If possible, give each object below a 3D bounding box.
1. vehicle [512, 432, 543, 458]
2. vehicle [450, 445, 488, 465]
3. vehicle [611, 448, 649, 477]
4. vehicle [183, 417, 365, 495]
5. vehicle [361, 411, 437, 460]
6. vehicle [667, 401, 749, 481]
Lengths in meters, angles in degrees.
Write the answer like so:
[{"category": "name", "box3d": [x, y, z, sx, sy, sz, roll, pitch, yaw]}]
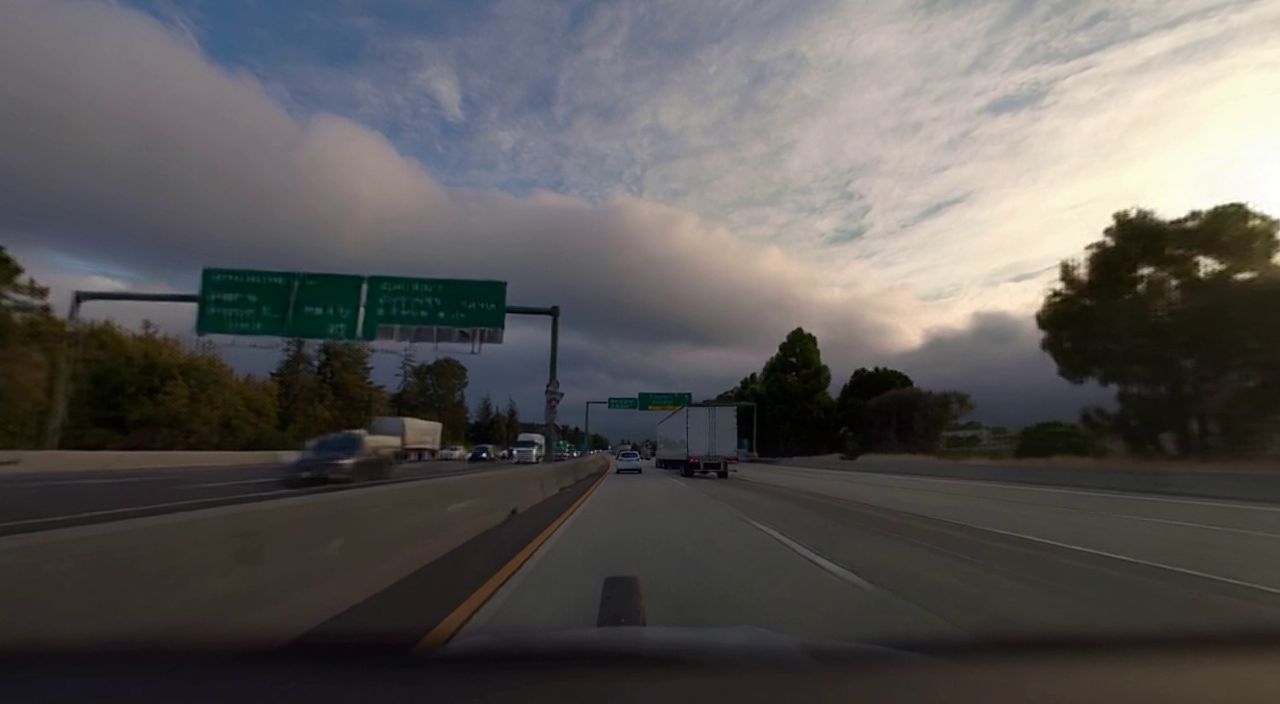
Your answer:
[{"category": "vehicle", "box3d": [-8.293, 6.867, 46.612, 2.073, 1.806, 4.773, 1, -9, -8]}, {"category": "vehicle", "box3d": [-12.802, 7.736, 47.284, 1.845, 1.441, 3.969, 0, -9, -2]}, {"category": "vehicle", "box3d": [-0.638, 6.485, 37.104, 2.111, 1.599, 3.859, 0, -9, -2]}, {"category": "vehicle", "box3d": [-8.022, 2.341, 14.371, 2.005, 1.497, 4.075, 1, -9, -6]}, {"category": "vehicle", "box3d": [-12.050, 4.281, 31.868, 2.161, 2.281, 4.072, 0, -9, 1]}, {"category": "vehicle", "box3d": [3.683, 5.460, 38.168, 2.931, 4.009, 12.800, 0, -9, -3]}]
